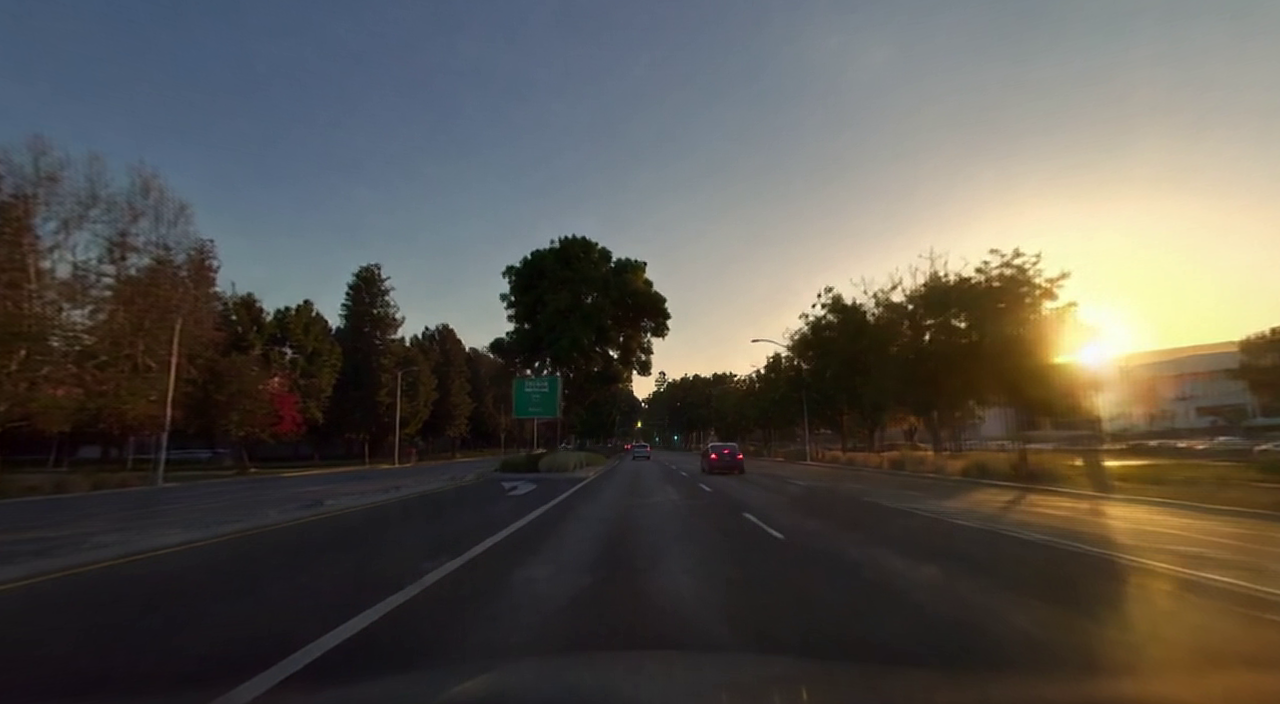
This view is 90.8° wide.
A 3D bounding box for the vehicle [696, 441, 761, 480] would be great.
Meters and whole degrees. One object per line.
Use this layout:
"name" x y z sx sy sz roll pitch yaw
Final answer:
"vehicle" 3.622 4.536 26.715 1.948 1.479 4.620 0 -8 -2
